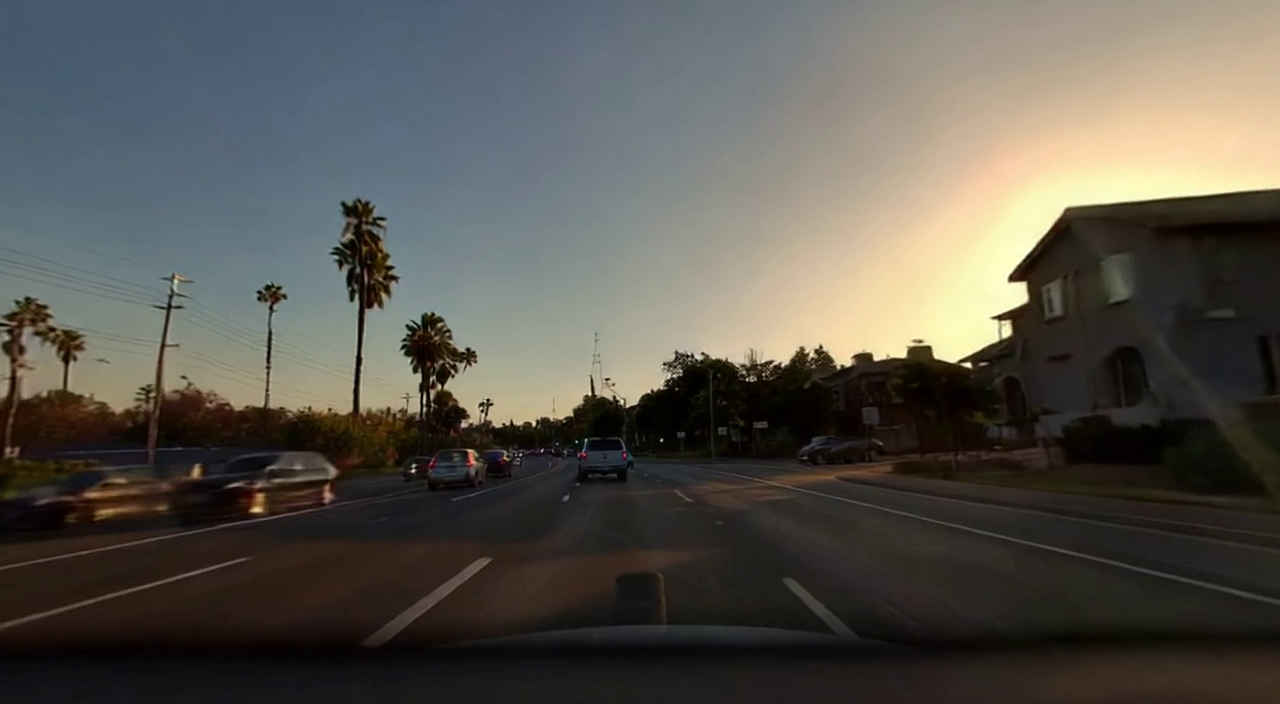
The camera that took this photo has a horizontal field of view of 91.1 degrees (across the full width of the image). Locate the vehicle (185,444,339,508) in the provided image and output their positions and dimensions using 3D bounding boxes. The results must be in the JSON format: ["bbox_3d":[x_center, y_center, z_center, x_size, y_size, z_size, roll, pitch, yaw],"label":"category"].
[{"bbox_3d":[-12.213,3.991,20.798,2.213,1.857,4.830,0,-9,-2],"label":"vehicle"}]

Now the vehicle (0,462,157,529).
[{"bbox_3d":[-15.669,3.814,17.149,1.971,1.518,3.772,0,-9,-2],"label":"vehicle"}]

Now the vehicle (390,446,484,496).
[{"bbox_3d":[-7.041,4.140,22.289,2.016,1.576,4.215,0,-9,-1],"label":"vehicle"}]

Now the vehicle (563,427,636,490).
[{"bbox_3d":[-1.704,4.114,24.668,2.507,2.161,6.049,1,-9,-6],"label":"vehicle"}]

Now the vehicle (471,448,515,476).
[{"bbox_3d":[-9.775,7.304,41.984,2.114,1.698,4.415,0,-9,-3],"label":"vehicle"}]
